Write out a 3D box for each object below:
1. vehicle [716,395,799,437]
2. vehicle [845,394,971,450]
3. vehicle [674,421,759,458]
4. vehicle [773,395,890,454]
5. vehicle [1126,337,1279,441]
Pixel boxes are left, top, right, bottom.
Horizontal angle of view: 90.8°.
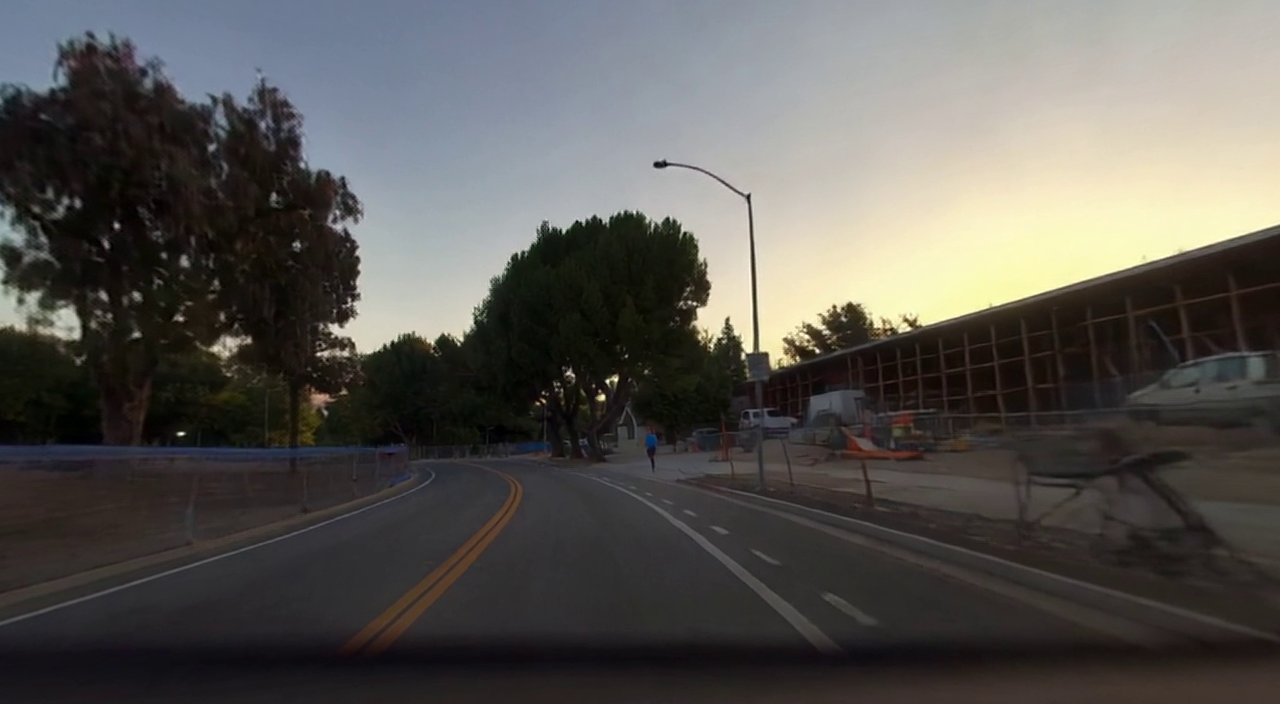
[{"bbox_3d":[6.678,3.658,35.904,4.180,1.880,2.028,9,-9,-26],"label":"vehicle"},{"bbox_3d":[8.774,2.346,20.866,3.451,1.504,1.652,5,-11,-6],"label":"vehicle"},{"bbox_3d":[4.970,5.680,41.013,5.021,1.930,2.119,-1,-8,-30],"label":"vehicle"},{"bbox_3d":[7.107,2.759,23.589,3.674,1.559,1.775,10,-12,-10],"label":"vehicle"},{"bbox_3d":[9.825,0.607,9.673,1.635,1.445,3.563,0,-8,-6],"label":"vehicle"}]
